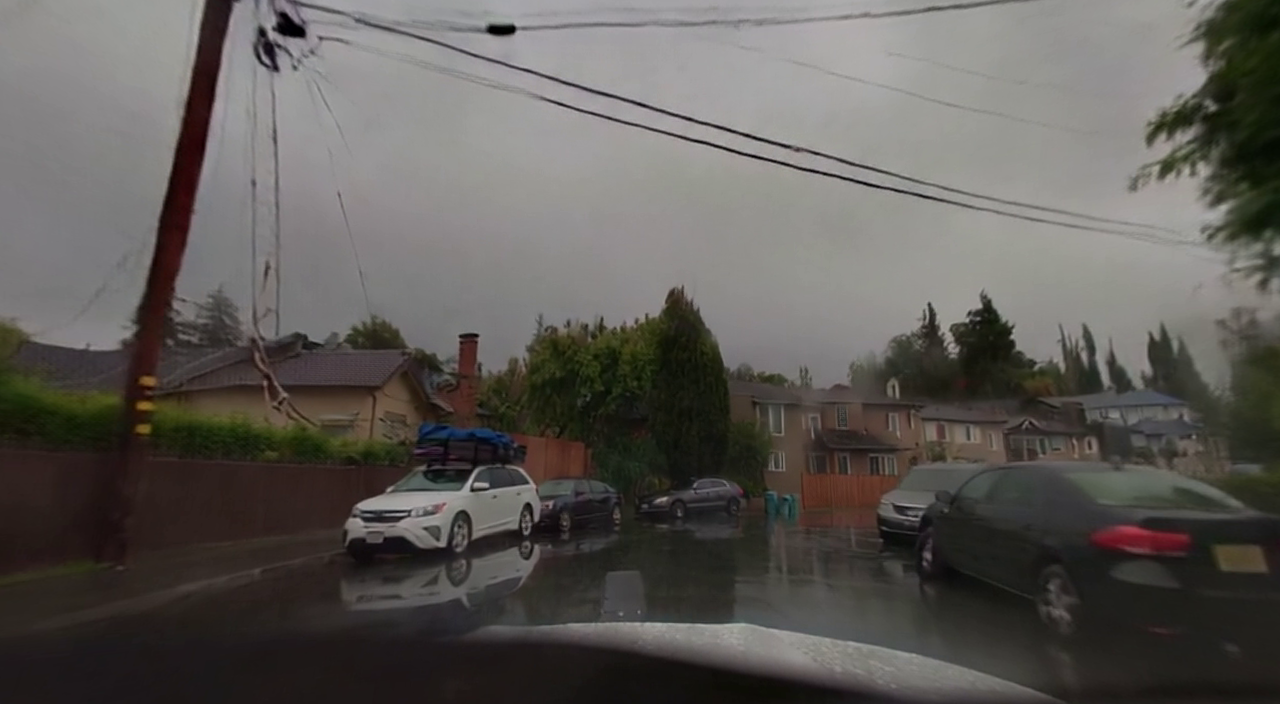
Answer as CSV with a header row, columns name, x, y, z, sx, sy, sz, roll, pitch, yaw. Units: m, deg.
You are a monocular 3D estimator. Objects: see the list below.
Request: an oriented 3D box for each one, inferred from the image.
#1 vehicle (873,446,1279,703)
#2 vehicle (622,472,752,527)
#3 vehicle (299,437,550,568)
name,x,y,z,sx,sy,sz,roll,pitch,yaw
vehicle,3.893,1.576,5.568,1.910,1.477,4.569,0,-8,0
vehicle,1.694,5.087,22.218,4.217,1.547,2.082,6,-10,-36
vehicle,-3.416,2.649,11.419,2.247,1.702,5.043,-4,-12,7
